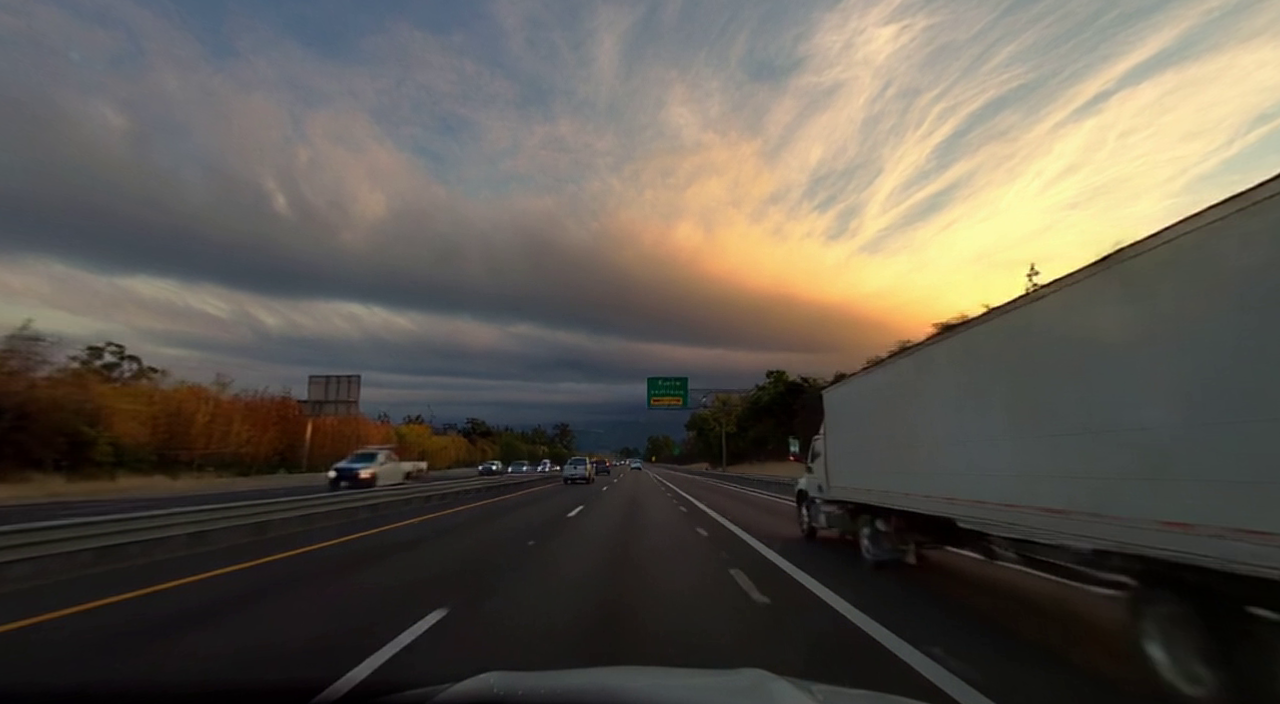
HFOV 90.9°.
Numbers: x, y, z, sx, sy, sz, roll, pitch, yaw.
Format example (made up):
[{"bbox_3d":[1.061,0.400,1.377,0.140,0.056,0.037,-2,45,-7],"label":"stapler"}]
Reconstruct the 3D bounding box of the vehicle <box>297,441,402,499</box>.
[{"bbox_3d":[-12.242,5.047,27.035,2.100,2.201,4.873,1,-10,0],"label":"vehicle"}]

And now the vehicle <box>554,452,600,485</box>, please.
[{"bbox_3d":[-3.836,7.249,39.171,2.272,1.873,4.832,1,-10,0],"label":"vehicle"}]

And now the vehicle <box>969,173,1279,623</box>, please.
[{"bbox_3d":[7.586,0.513,6.345,3.235,4.088,9.243,-1,-13,-1],"label":"vehicle"}]
